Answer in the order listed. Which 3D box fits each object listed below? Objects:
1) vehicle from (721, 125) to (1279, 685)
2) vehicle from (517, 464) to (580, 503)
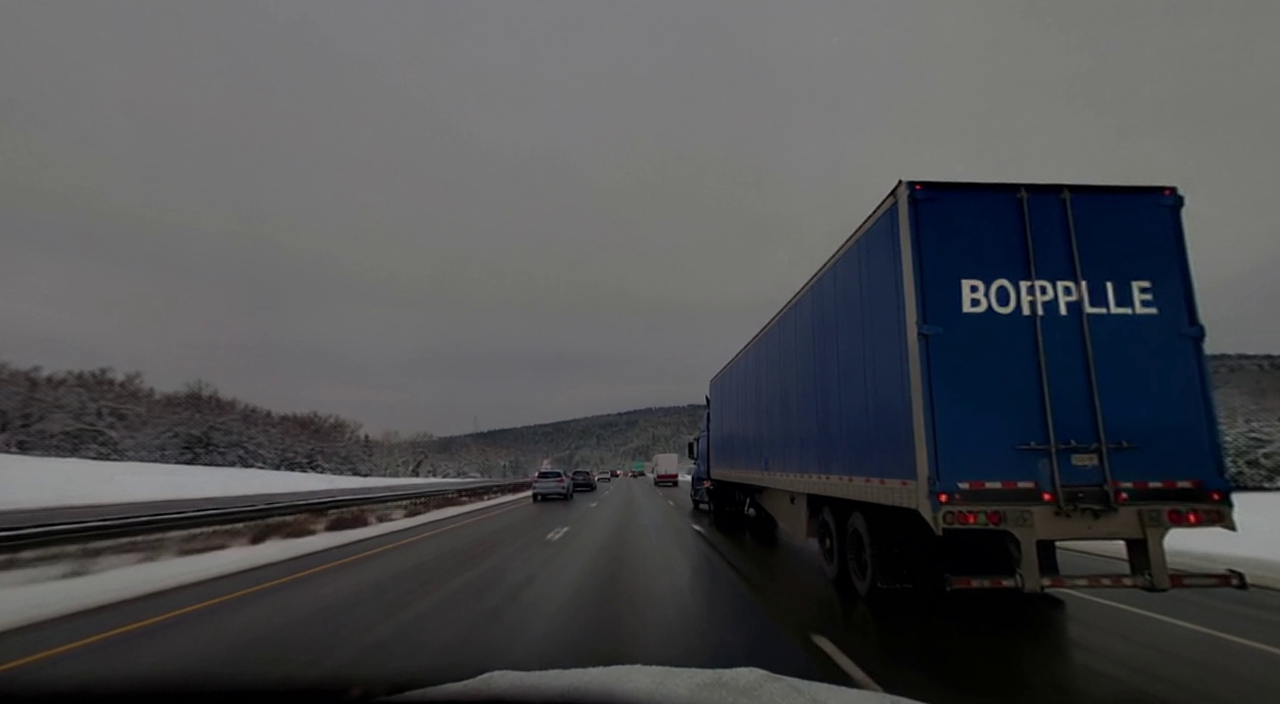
[{"bbox_3d":[3.828,1.534,11.479,2.839,4.062,14.051,1,-11,0],"label":"vehicle"},{"bbox_3d":[-4.062,5.971,28.818,2.088,1.566,4.853,1,-11,1],"label":"vehicle"}]
